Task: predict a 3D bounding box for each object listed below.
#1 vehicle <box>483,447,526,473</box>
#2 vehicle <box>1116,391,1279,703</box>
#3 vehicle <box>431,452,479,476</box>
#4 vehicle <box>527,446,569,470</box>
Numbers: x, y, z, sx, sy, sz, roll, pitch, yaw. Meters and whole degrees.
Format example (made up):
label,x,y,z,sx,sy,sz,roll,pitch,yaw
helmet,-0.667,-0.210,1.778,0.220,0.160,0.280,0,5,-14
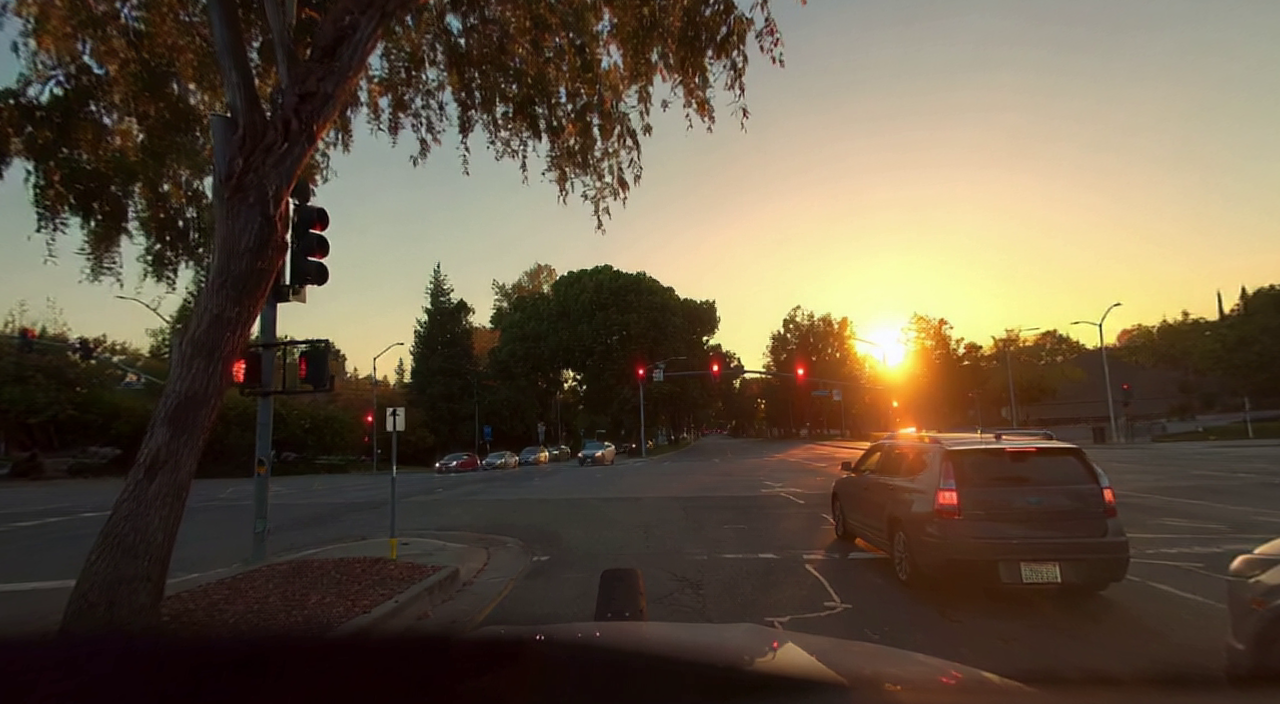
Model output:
label,x,y,z,sx,sy,sz,roll,pitch,yaw
vehicle,-9.803,7.835,45.939,2.064,1.725,4.243,0,-9,1
vehicle,3.053,0.619,0.421,1.978,1.468,4.544,0,-9,1
vehicle,-13.434,8.118,45.983,2.101,1.637,4.304,0,-9,1
vehicle,-6.572,7.607,45.497,2.126,1.657,4.307,-1,-9,3
